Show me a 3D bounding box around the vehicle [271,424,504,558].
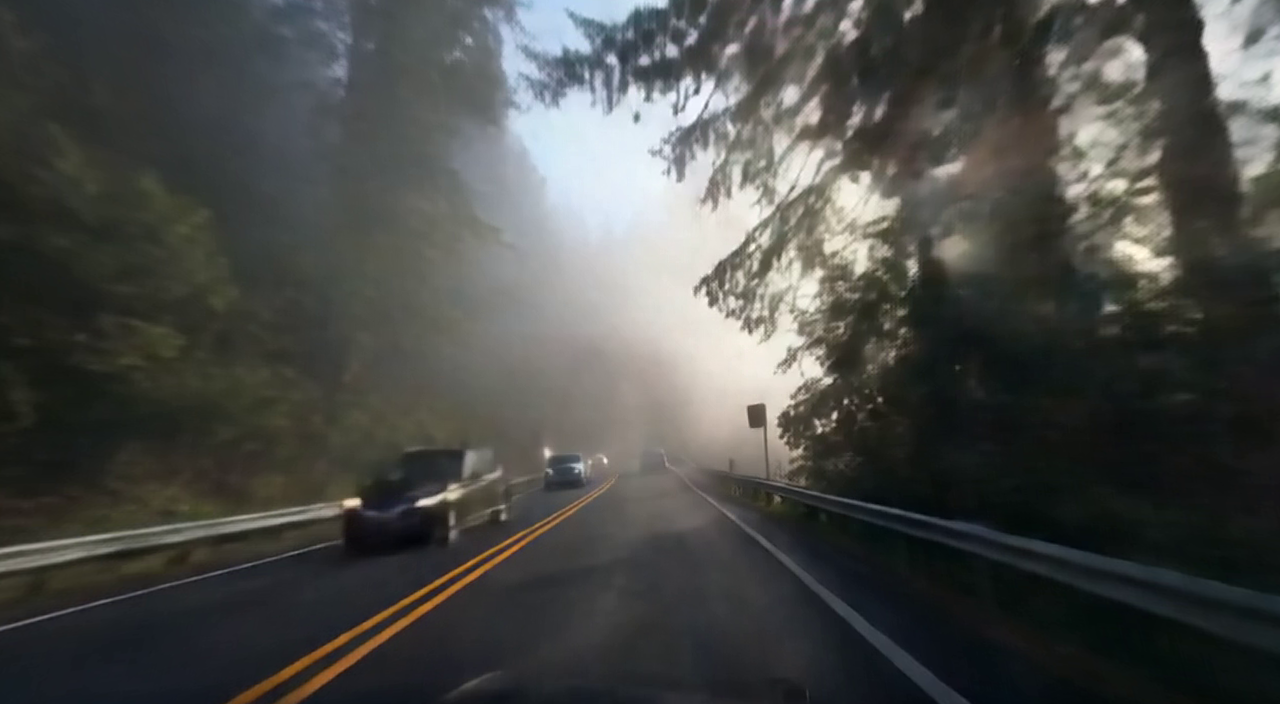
[{"bbox_3d":[-4.075,2.314,11.297,2.170,1.872,4.643,0,-9,1],"label":"vehicle"}]

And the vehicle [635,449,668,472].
[{"bbox_3d":[0.720,7.513,43.745,2.120,1.491,4.349,0,-9,-1],"label":"vehicle"}]

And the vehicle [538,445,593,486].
[{"bbox_3d":[-3.576,5.559,31.385,2.066,1.827,5.178,0,-9,0],"label":"vehicle"}]
